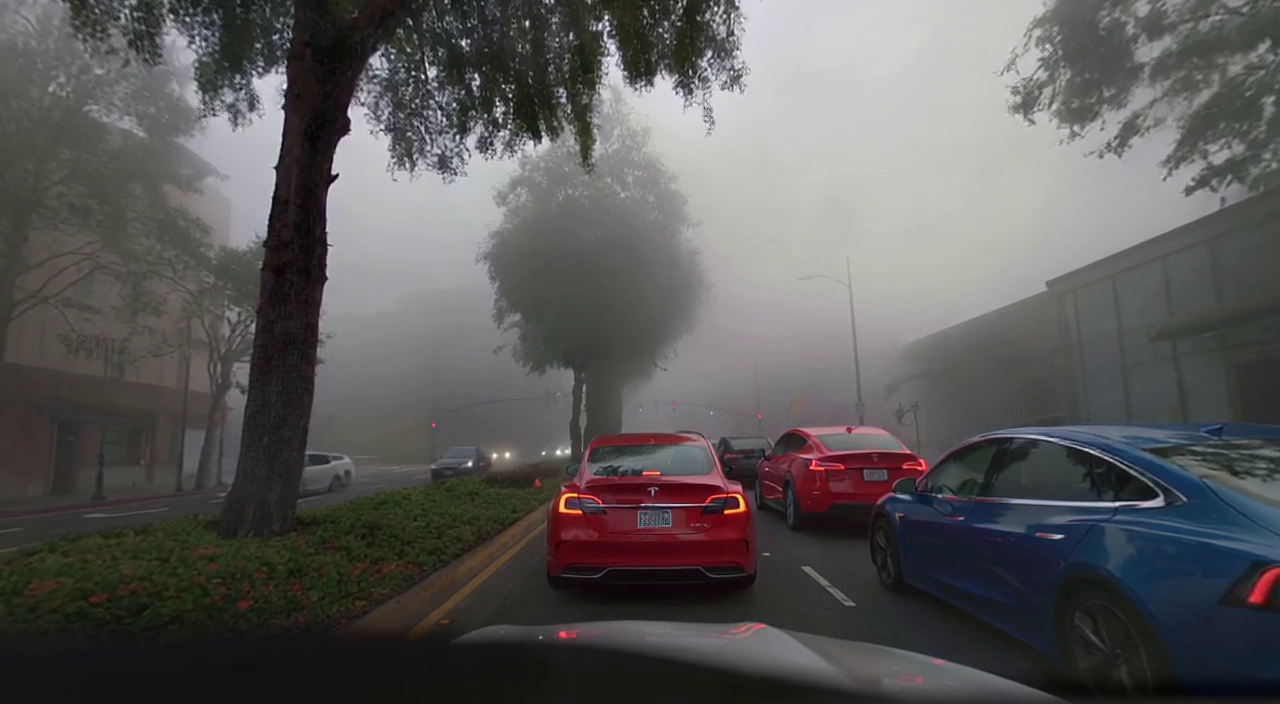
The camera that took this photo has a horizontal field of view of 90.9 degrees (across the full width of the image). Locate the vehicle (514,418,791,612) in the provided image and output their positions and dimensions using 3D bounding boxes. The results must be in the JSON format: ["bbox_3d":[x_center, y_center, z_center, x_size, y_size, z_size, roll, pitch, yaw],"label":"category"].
[{"bbox_3d":[0.105,1.559,6.930,2.137,1.488,3.938,0,-8,0],"label":"vehicle"}]

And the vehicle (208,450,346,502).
[{"bbox_3d":[-11.776,4.010,20.878,1.892,1.479,4.355,0,-8,1],"label":"vehicle"}]

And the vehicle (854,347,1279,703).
[{"bbox_3d":[3.192,1.099,4.065,2.038,1.651,4.455,0,-8,0],"label":"vehicle"}]

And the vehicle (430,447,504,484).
[{"bbox_3d":[-7.558,4.985,27.983,1.979,1.490,4.225,0,-8,1],"label":"vehicle"}]
